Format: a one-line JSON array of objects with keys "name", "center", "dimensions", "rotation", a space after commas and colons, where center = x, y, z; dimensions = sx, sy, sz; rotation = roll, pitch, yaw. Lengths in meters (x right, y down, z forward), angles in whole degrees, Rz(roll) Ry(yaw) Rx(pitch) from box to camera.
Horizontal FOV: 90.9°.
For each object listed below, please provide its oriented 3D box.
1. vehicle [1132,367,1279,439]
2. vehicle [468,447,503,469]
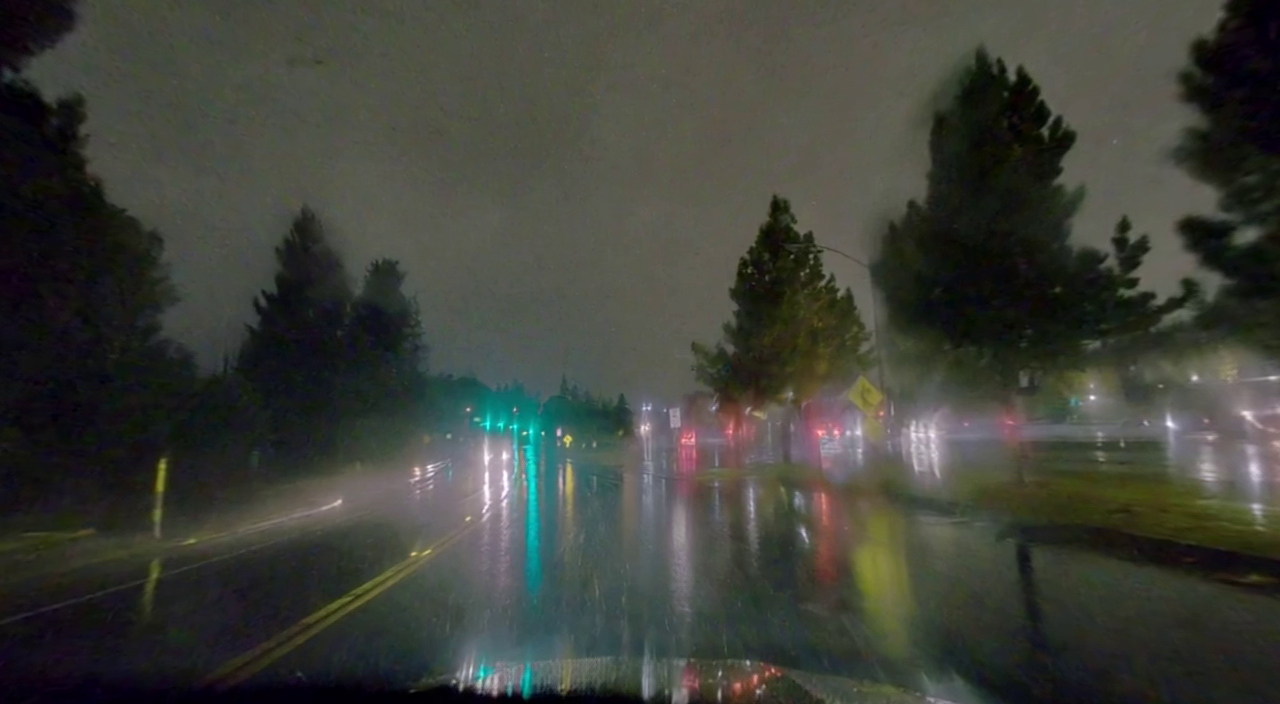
[{"name": "vehicle", "center": [33.281, 2.505, 32.315], "dimensions": [12.214, 3.426, 2.921], "rotation": [-9, -9, 41]}, {"name": "vehicle", "center": [-10.692, 7.357, 43.968], "dimensions": [2.125, 1.440, 4.450], "rotation": [1, -8, -11]}]
